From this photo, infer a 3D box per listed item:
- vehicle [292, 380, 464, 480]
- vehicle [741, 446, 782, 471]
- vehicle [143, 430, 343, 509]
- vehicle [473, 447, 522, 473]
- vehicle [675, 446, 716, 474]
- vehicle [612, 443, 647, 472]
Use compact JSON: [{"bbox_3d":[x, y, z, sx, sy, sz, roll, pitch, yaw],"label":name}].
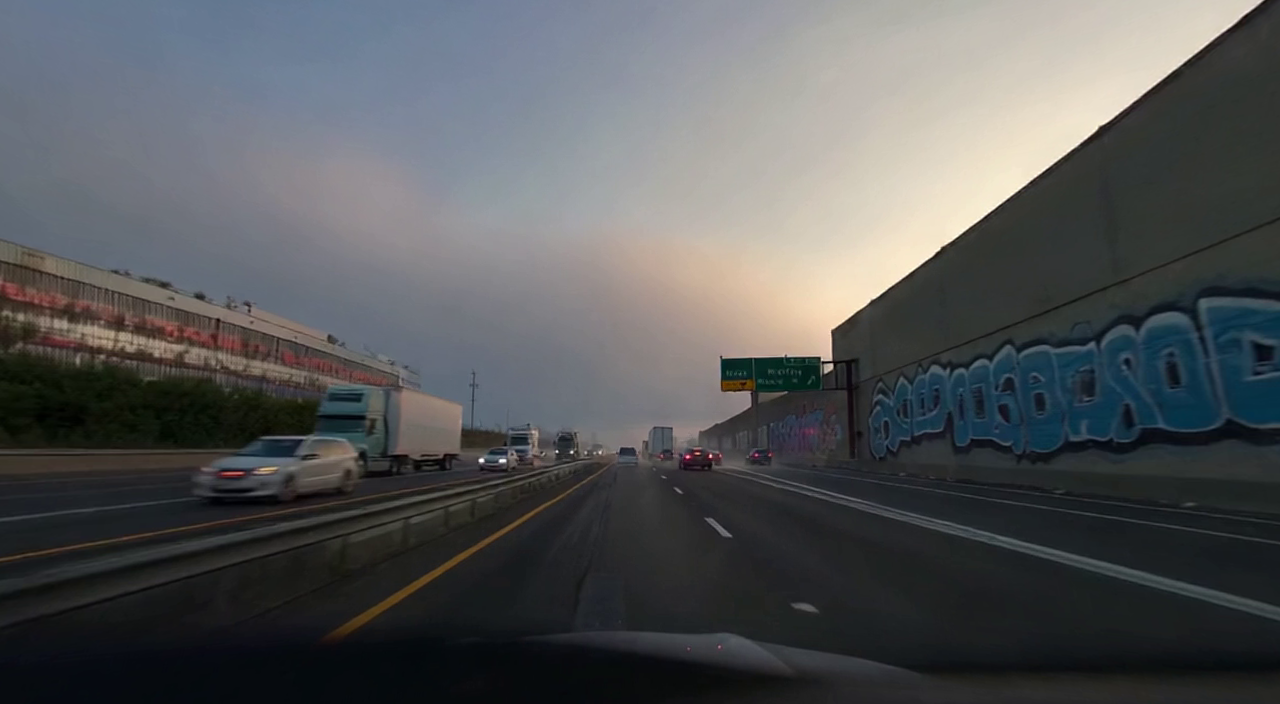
[{"bbox_3d":[-12.714,4.254,32.773,2.905,4.059,14.156,0,-9,0],"label":"vehicle"},{"bbox_3d":[8.604,7.594,44.763,2.107,1.648,4.324,0,-9,1],"label":"vehicle"},{"bbox_3d":[-8.830,2.643,14.459,1.914,1.539,4.034,0,-9,0],"label":"vehicle"},{"bbox_3d":[-8.638,6.558,38.280,1.907,1.470,4.436,0,-9,0],"label":"vehicle"},{"bbox_3d":[3.309,6.587,38.425,2.045,1.605,4.674,0,-9,-1],"label":"vehicle"},{"bbox_3d":[-0.641,6.821,40.808,2.169,1.753,4.151,0,-9,0],"label":"vehicle"}]
